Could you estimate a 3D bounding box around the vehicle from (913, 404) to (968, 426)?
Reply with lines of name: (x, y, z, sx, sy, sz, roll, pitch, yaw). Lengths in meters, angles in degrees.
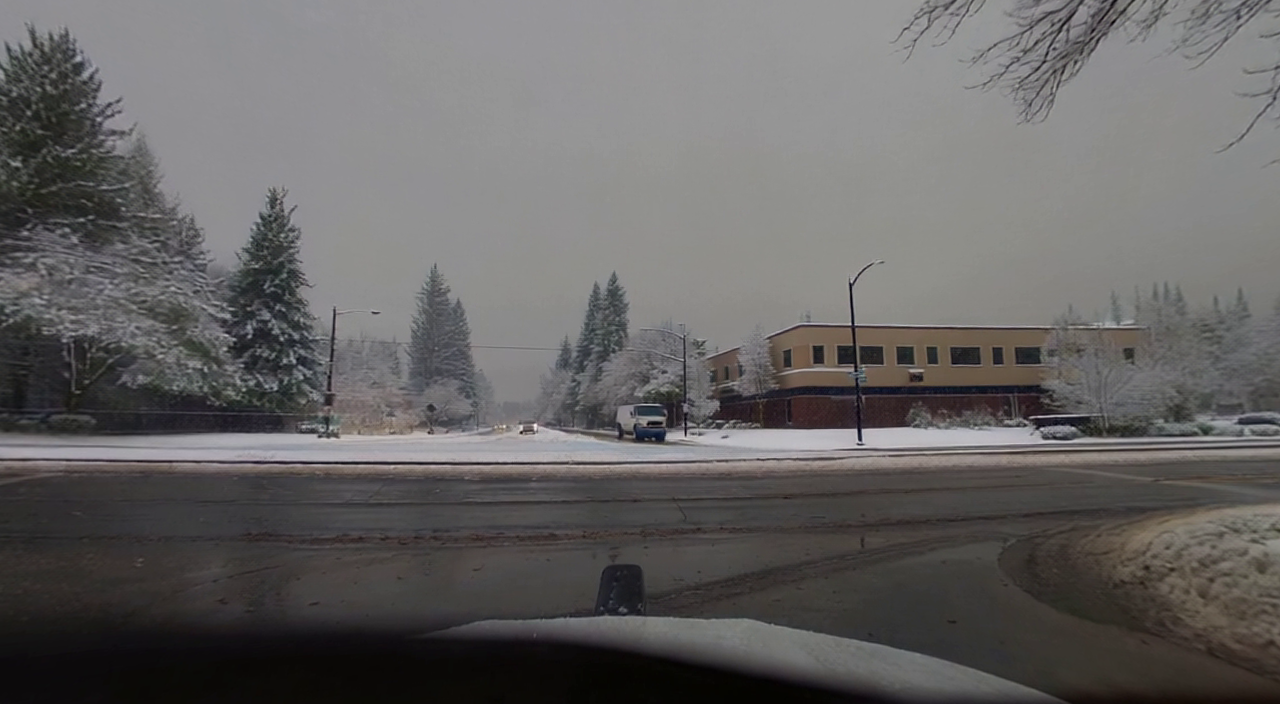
vehicle: (23.854, 5.025, 49.752, 4.674, 1.483, 1.745, 6, -10, -35)

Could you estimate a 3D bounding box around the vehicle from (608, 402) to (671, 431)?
vehicle: (-0.124, 4.890, 46.838, 2.435, 1.858, 5.585, 4, -9, -26)
